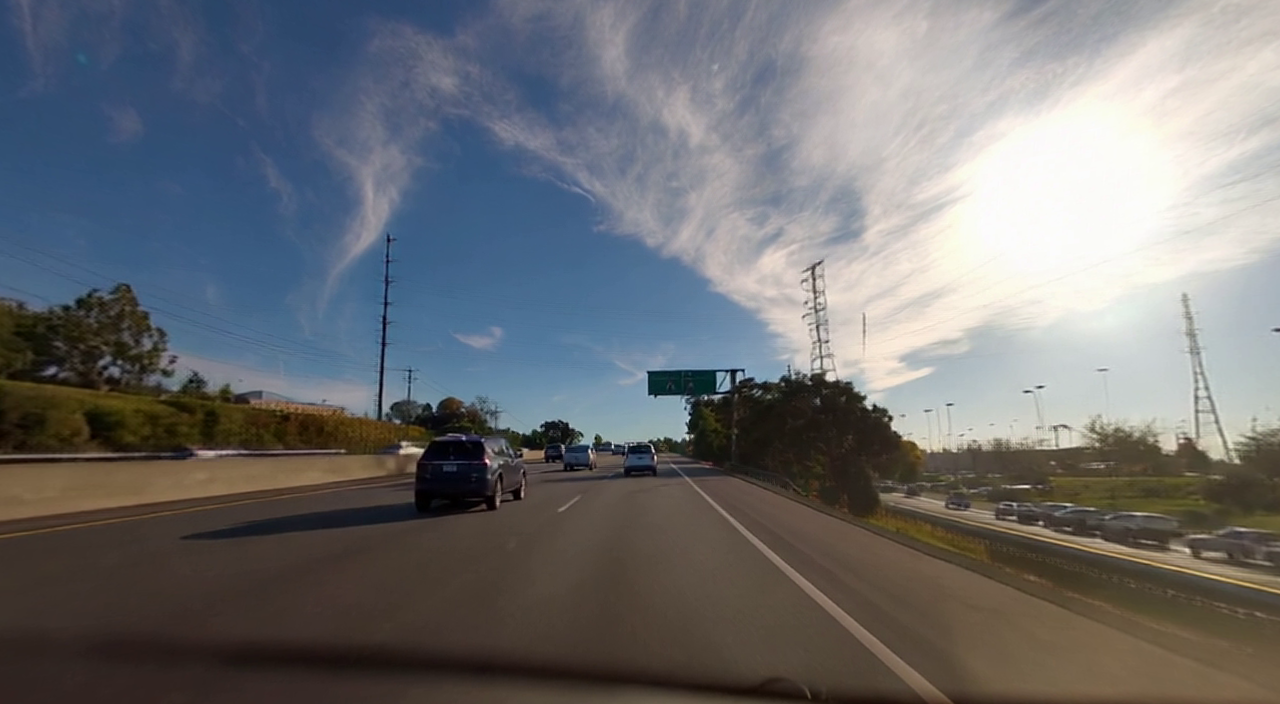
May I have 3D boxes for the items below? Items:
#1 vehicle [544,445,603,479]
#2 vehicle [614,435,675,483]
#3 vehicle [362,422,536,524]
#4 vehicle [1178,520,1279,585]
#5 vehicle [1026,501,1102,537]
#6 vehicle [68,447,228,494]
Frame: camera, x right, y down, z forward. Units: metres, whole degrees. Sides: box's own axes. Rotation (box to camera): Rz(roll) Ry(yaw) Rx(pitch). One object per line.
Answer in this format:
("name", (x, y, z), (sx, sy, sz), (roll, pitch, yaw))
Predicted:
("vehicle", (-3.042, 5.139, 29.817), (2.092, 1.464, 4.466), (0, -9, 2))
("vehicle", (0.219, 4.413, 26.324), (2.319, 1.813, 4.274), (0, -9, 2))
("vehicle", (-3.707, 2.451, 13.282), (2.104, 1.754, 4.515), (0, -9, 2))
("vehicle", (22.477, 7.259, 22.988), (1.826, 1.625, 4.758), (-1, -9, 6))
("vehicle", (24.730, 9.733, 36.979), (1.985, 1.513, 4.339), (-1, -8, 9))
("vehicle", (-16.788, 4.018, 21.875), (1.839, 1.451, 4.462), (0, -9, 2))
